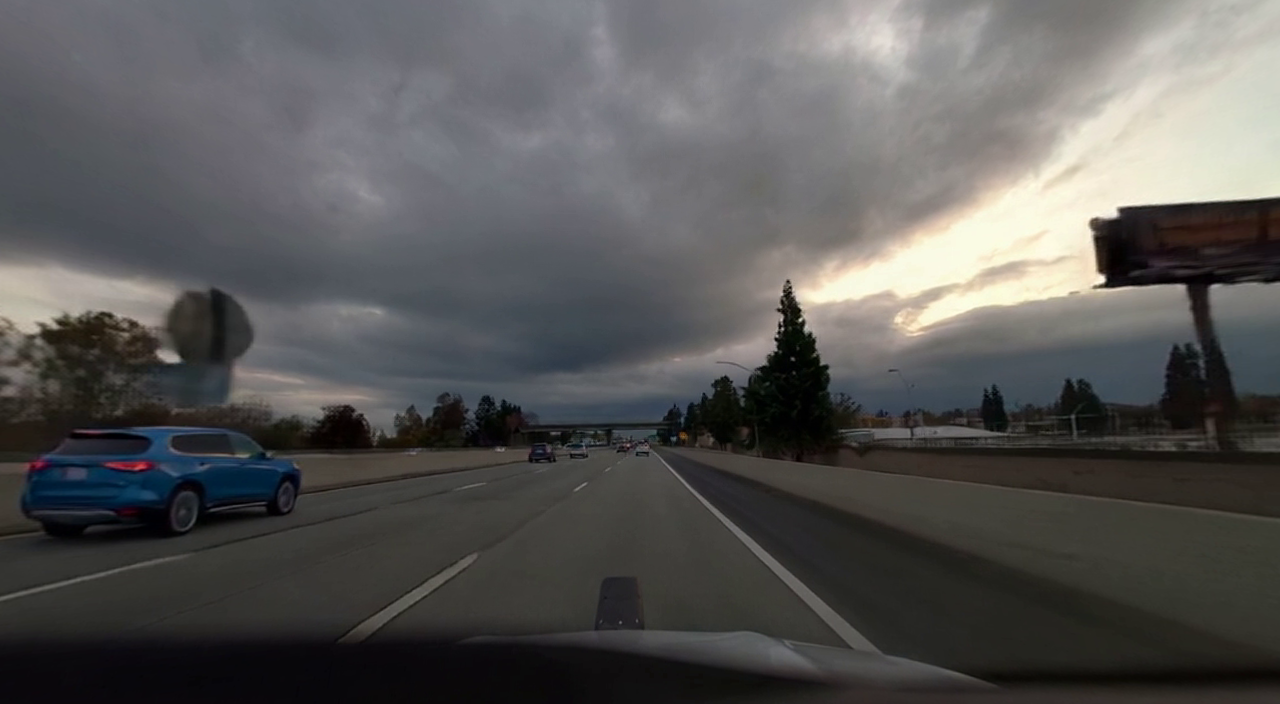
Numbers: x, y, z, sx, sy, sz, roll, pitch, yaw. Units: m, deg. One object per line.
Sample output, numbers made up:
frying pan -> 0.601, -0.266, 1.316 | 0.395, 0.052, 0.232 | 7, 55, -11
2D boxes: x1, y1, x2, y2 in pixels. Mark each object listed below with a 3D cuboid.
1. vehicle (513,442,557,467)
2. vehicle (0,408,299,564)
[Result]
vehicle -> -6.876, 6.774, 41.713 | 2.008, 1.520, 4.731 | 0, -9, 1
vehicle -> -7.465, 1.818, 9.329 | 2.055, 1.683, 4.804 | 0, -9, 1
